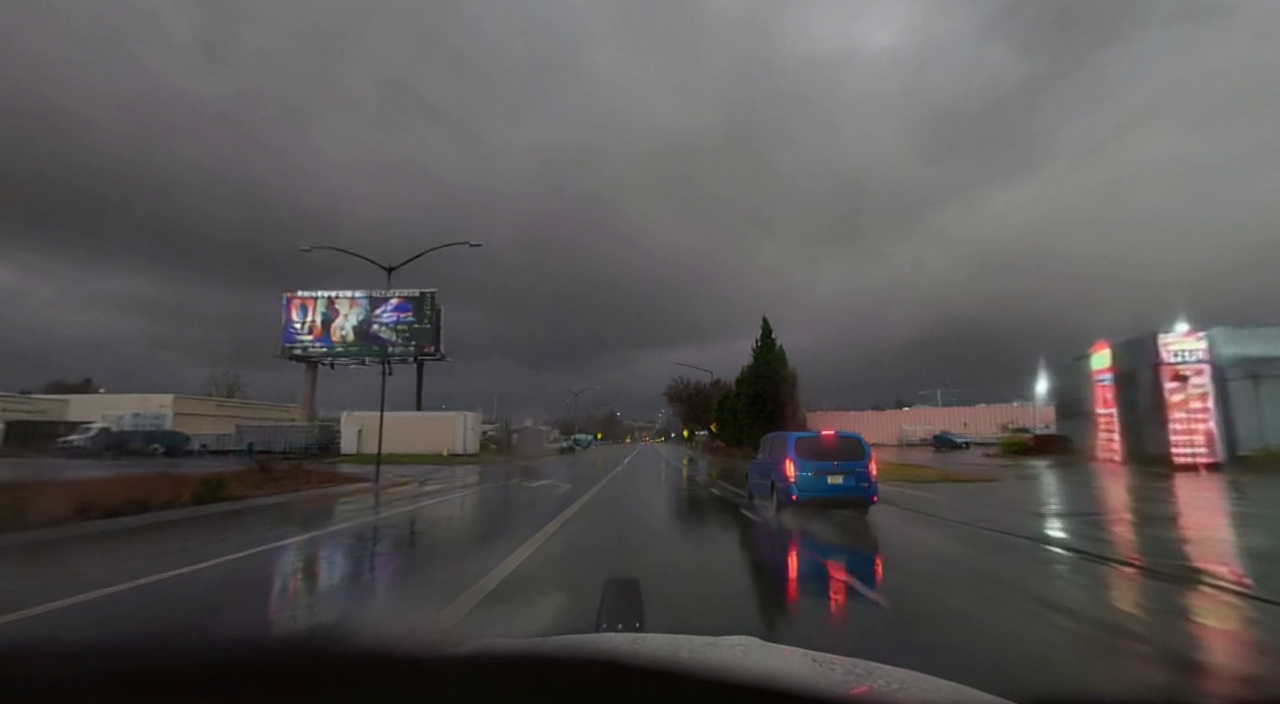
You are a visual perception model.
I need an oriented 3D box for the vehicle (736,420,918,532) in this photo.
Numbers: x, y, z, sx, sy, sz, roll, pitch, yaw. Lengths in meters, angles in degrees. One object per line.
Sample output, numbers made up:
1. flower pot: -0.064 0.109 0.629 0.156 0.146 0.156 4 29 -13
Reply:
1. vehicle: 3.440 2.393 12.811 2.202 1.822 4.826 0 -8 0
